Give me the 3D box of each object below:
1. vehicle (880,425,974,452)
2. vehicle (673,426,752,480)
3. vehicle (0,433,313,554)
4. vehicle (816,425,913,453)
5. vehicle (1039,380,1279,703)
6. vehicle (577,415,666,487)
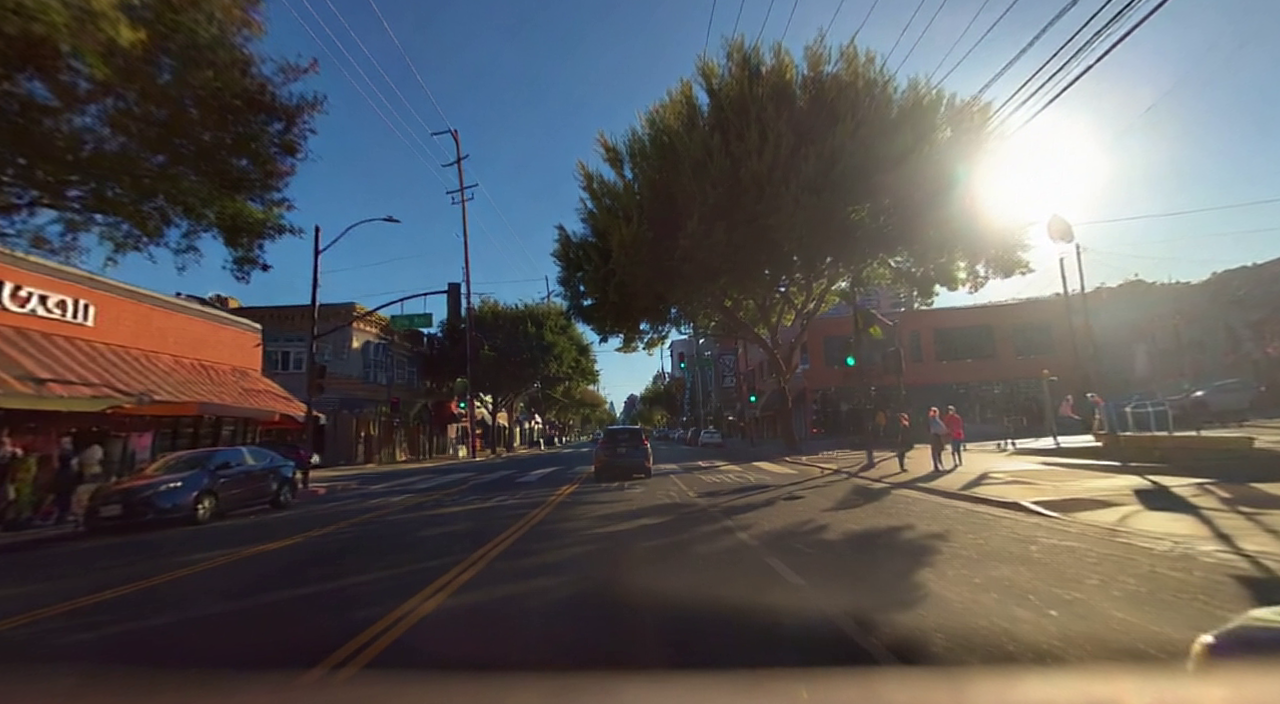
[{"bbox_3d":[16.298,4.941,36.039,4.428,1.488,1.980,0,-8,1],"label":"vehicle"},{"bbox_3d":[2.294,3.326,21.040,1.998,1.580,4.015,0,-8,-2],"label":"vehicle"},{"bbox_3d":[-9.739,2.806,13.657,2.048,1.985,6.011,1,-8,0],"label":"vehicle"},{"bbox_3d":[12.645,4.936,35.757,4.713,1.493,1.875,0,-8,-2],"label":"vehicle"},{"bbox_3d":[2.832,0.630,0.501,2.146,1.457,4.439,0,-8,0],"label":"vehicle"},{"bbox_3d":[-0.528,2.931,18.922,2.301,1.854,4.919,0,-8,-1],"label":"vehicle"}]
